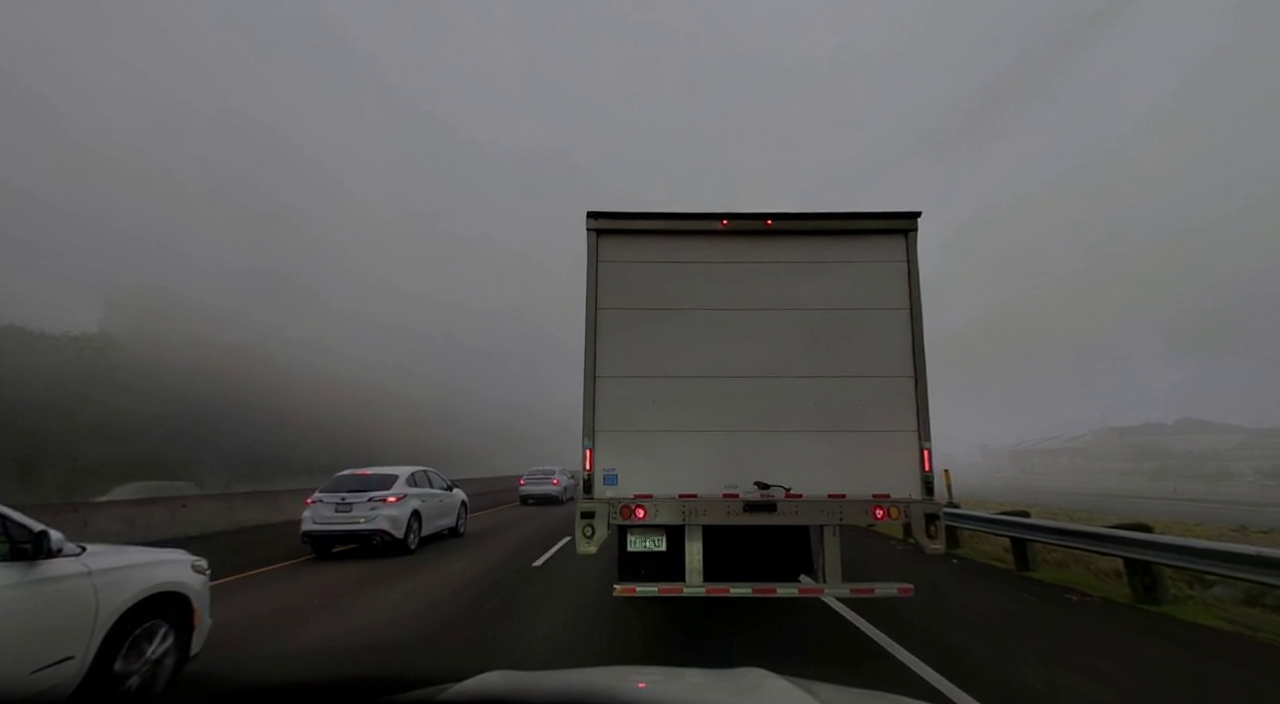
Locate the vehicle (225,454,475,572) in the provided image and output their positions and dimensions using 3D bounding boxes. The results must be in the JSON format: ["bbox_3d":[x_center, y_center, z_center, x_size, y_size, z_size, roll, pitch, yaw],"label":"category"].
[{"bbox_3d":[-4.295,2.471,10.313,1.946,1.469,4.431,1,-11,0],"label":"vehicle"}]

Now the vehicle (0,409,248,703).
[{"bbox_3d":[-3.467,0.804,1.486,1.983,1.509,4.679,0,-11,1],"label":"vehicle"}]

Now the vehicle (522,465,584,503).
[{"bbox_3d":[-3.687,5.698,27.405,1.964,1.482,4.371,0,-11,1],"label":"vehicle"}]

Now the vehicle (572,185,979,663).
[{"bbox_3d":[0.927,1.214,8.977,2.831,3.529,8.689,1,-11,0],"label":"vehicle"}]

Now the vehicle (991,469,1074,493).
[{"bbox_3d":[25.917,8.548,41.758,4.299,1.465,1.807,-4,-11,22],"label":"vehicle"}]

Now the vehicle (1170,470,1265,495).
[{"bbox_3d":[36.246,8.190,39.607,3.974,1.485,1.709,-1,-11,7],"label":"vehicle"}]
